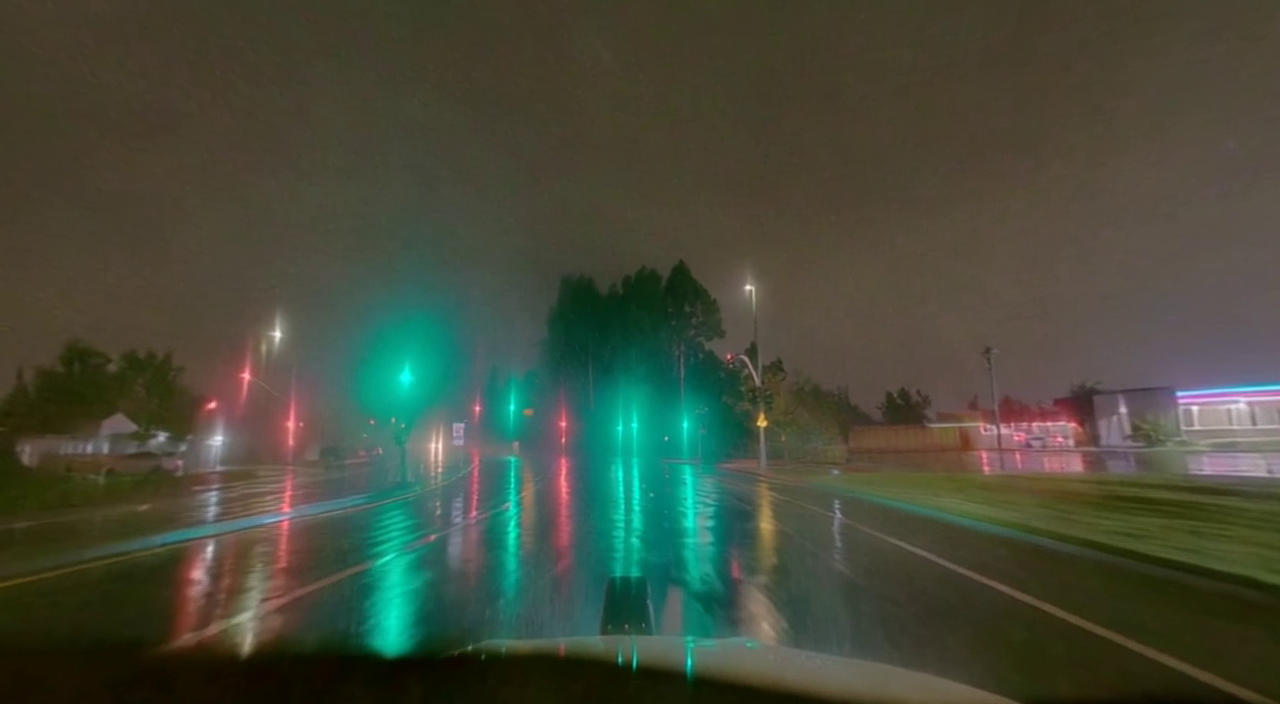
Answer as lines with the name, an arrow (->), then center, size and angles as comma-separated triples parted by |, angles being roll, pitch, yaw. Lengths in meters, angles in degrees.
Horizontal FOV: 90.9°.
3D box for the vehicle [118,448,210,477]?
vehicle -> -30.831, 7.146, 40.865 | 4.559, 1.608, 1.961 | -2, -7, 6
